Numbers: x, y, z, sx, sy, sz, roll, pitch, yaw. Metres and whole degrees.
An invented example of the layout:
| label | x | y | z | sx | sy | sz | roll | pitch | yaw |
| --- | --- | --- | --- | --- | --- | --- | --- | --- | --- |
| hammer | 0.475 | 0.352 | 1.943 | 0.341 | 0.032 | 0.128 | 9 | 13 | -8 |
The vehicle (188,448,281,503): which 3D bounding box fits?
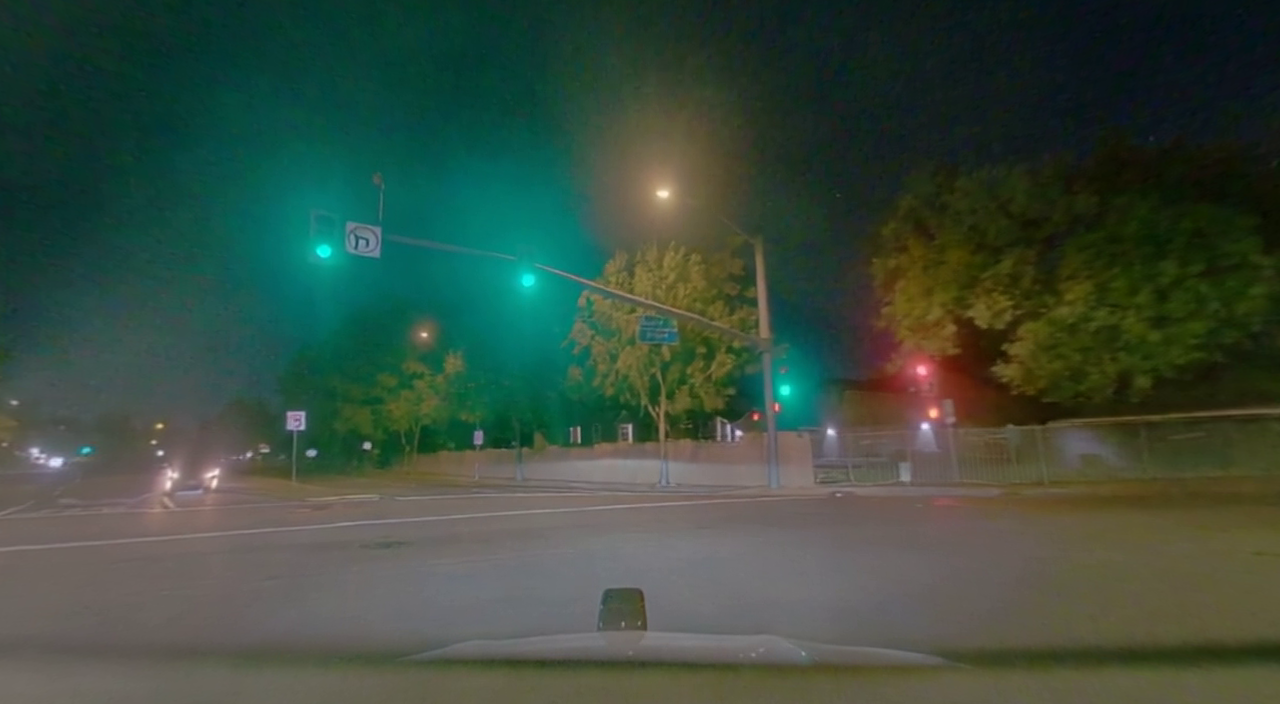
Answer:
| label | x | y | z | sx | sy | sz | roll | pitch | yaw |
| --- | --- | --- | --- | --- | --- | --- | --- | --- | --- |
| vehicle | -13.170 | 3.883 | 20.256 | 1.912 | 1.464 | 4.652 | 6 | -10 | -39 |
